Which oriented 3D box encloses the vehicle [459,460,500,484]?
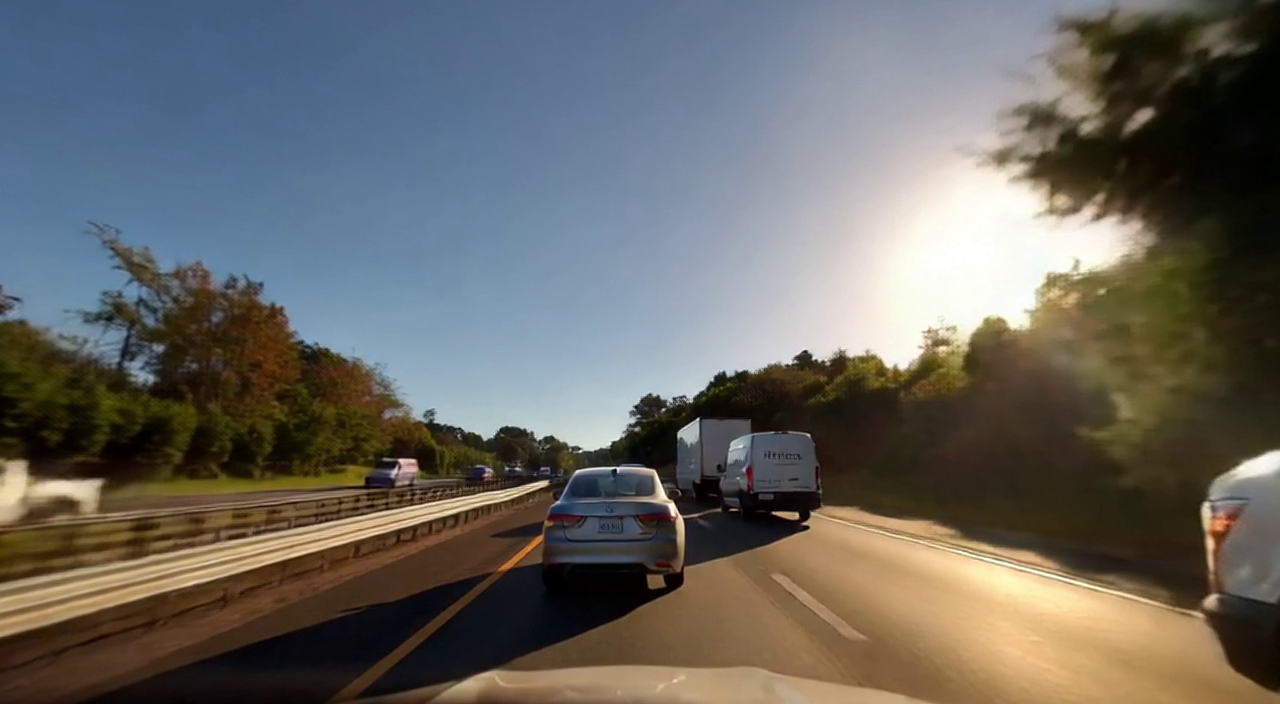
[{"bbox_3d":[-11.166,8.394,44.112,1.872,1.510,4.266,1,-11,-2],"label":"vehicle"}]

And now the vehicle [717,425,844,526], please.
[{"bbox_3d":[3.902,3.648,18.779,2.328,2.537,5.290,1,-11,-2],"label":"vehicle"}]

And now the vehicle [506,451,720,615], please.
[{"bbox_3d":[-0.275,2.015,7.644,1.980,1.493,3.410,1,-11,-1],"label":"vehicle"}]
